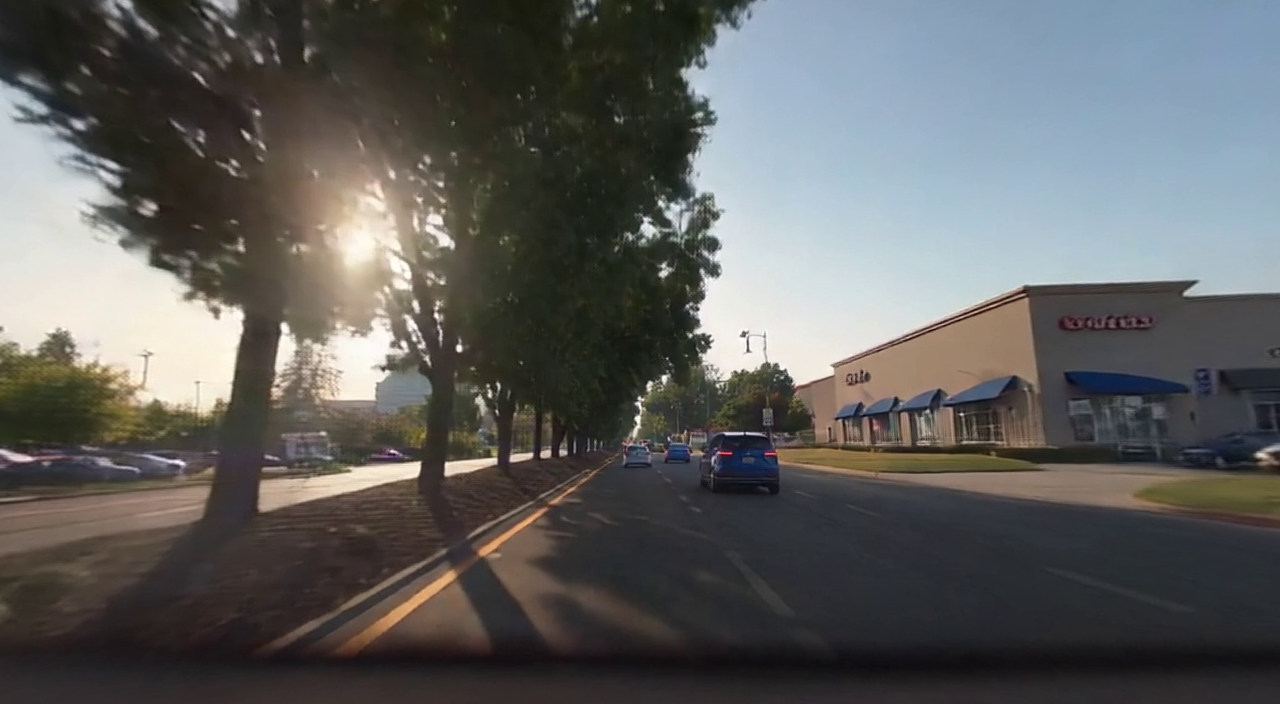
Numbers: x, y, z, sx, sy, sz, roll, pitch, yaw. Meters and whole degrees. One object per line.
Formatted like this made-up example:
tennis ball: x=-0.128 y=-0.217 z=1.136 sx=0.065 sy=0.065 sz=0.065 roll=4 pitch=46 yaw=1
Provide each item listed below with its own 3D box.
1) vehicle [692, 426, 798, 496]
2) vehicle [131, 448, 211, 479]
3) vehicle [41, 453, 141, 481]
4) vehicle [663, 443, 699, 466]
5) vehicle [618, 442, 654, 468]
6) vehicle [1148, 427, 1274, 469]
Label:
vehicle: x=2.961 y=3.196 z=18.959 sx=2.140 sy=1.811 sz=4.593 roll=0 pitch=-8 yaw=-3
vehicle: x=-28.417 y=6.725 z=38.442 sx=1.897 sy=1.704 sz=4.153 roll=1 pitch=-8 yaw=-5
vehicle: x=-31.914 y=6.676 z=36.925 sx=1.924 sy=1.430 sz=4.367 roll=0 pitch=-8 yaw=-1
vehicle: x=2.551 y=6.550 z=40.466 sx=1.970 sy=1.402 sz=3.756 roll=0 pitch=-8 yaw=-2
vehicle: x=-0.276 y=6.084 z=37.342 sx=2.056 sy=1.440 sz=3.798 roll=0 pitch=-8 yaw=-1
vehicle: x=25.259 y=4.275 z=28.187 sx=1.788 sy=1.741 sz=4.278 roll=-1 pitch=-8 yaw=5
